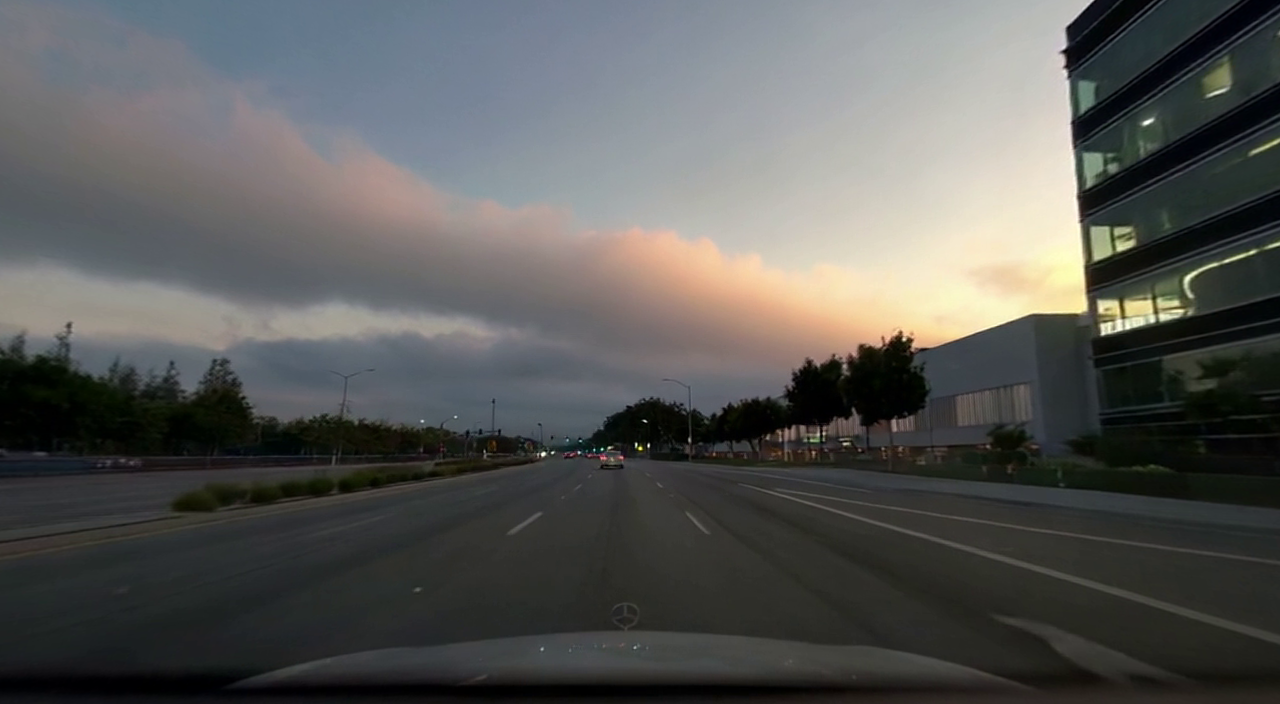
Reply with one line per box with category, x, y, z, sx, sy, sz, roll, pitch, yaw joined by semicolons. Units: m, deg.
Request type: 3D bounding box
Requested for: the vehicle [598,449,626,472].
vehicle;-2.195;8.440;49.322;2.038;1.682;3.844;0;-8;-4
